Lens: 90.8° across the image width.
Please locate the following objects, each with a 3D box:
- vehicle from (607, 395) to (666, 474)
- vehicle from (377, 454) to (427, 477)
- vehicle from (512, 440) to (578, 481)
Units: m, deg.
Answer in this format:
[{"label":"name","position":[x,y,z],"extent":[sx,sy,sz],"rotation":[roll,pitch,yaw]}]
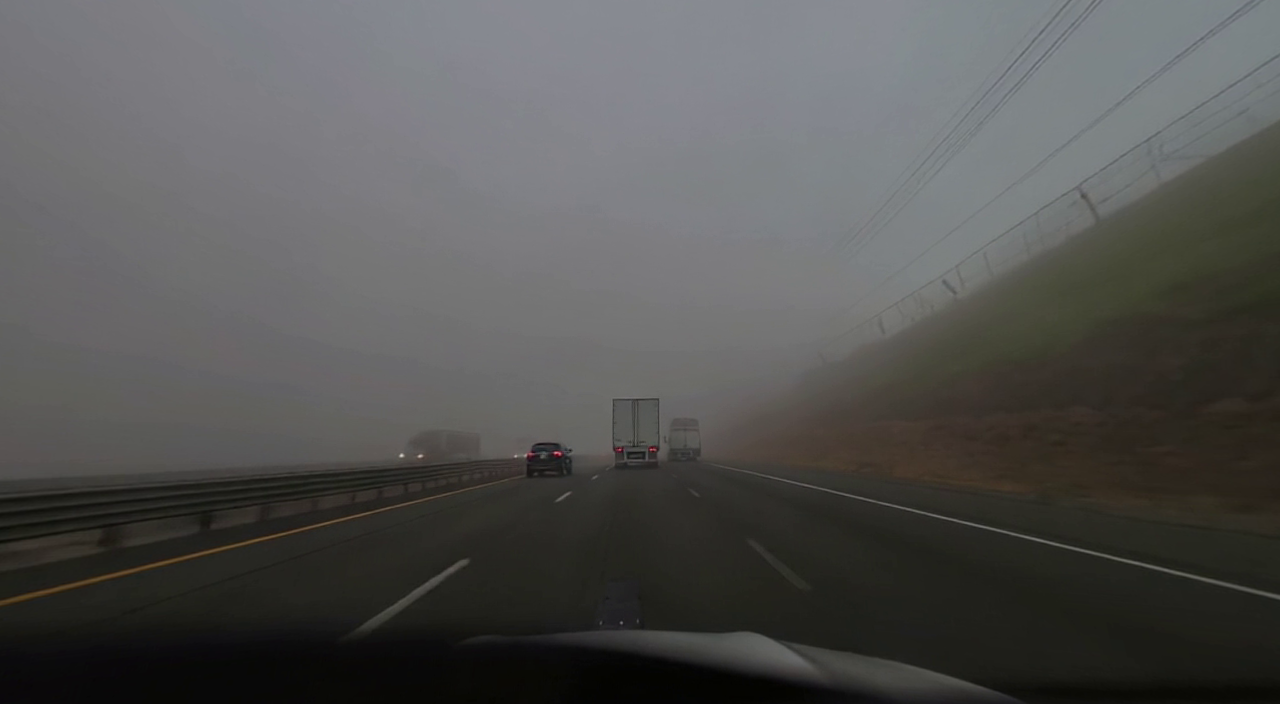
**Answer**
[{"label":"vehicle","position":[-0.133,5.042,37.626],"extent":[2.985,4.025,10.982],"rotation":[0,-9,1]},{"label":"vehicle","position":[-17.285,8.239,46.067],"extent":[1.870,1.513,4.752],"rotation":[0,-9,-1]},{"label":"vehicle","position":[-4.127,4.812,28.224],"extent":[2.170,1.657,4.573],"rotation":[0,-9,1]}]
